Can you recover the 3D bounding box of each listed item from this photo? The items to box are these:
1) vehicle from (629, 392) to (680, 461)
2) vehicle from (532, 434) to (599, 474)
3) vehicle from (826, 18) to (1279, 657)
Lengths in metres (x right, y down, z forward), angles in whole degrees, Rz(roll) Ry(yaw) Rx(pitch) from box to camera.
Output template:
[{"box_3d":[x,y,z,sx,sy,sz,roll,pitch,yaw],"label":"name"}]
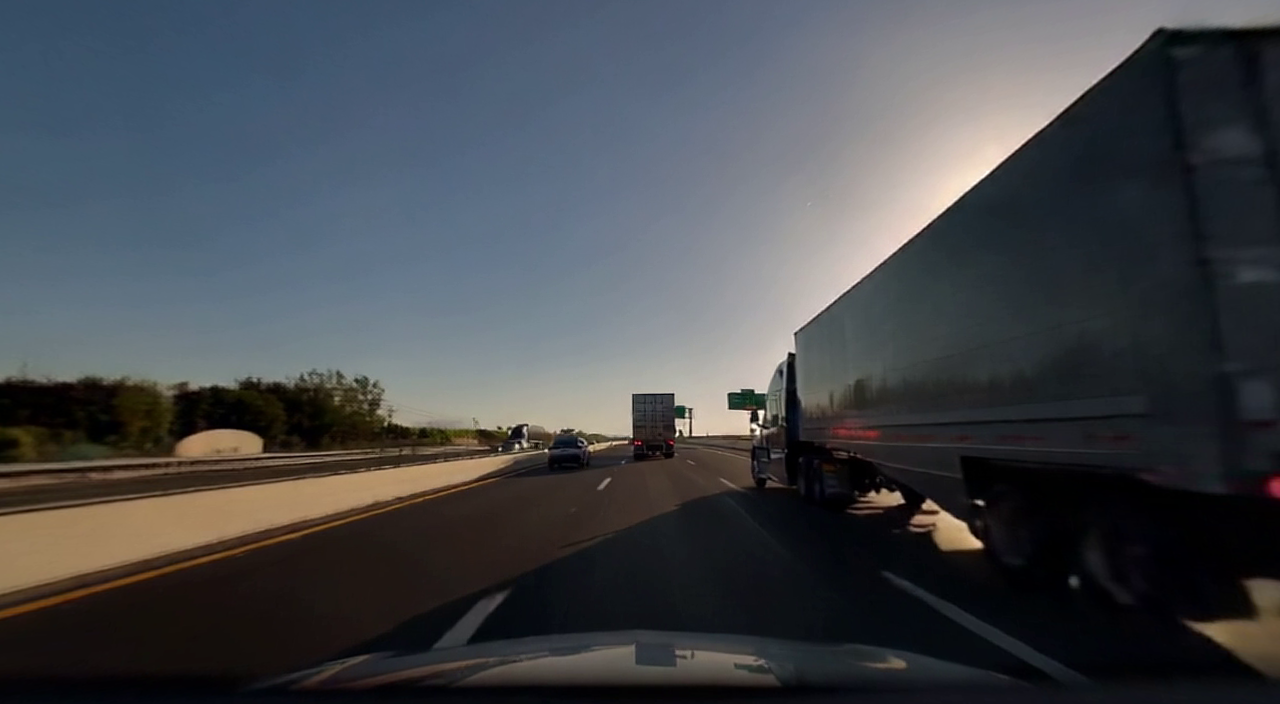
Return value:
[{"box_3d":[1.025,5.307,44.134,2.966,4.072,13.408,-1,-8,1],"label":"vehicle"},{"box_3d":[-3.129,4.409,27.631,2.208,1.542,5.138,0,-8,1],"label":"vehicle"},{"box_3d":[5.046,0.330,7.989,2.873,3.998,8.286,0,-8,1],"label":"vehicle"}]
